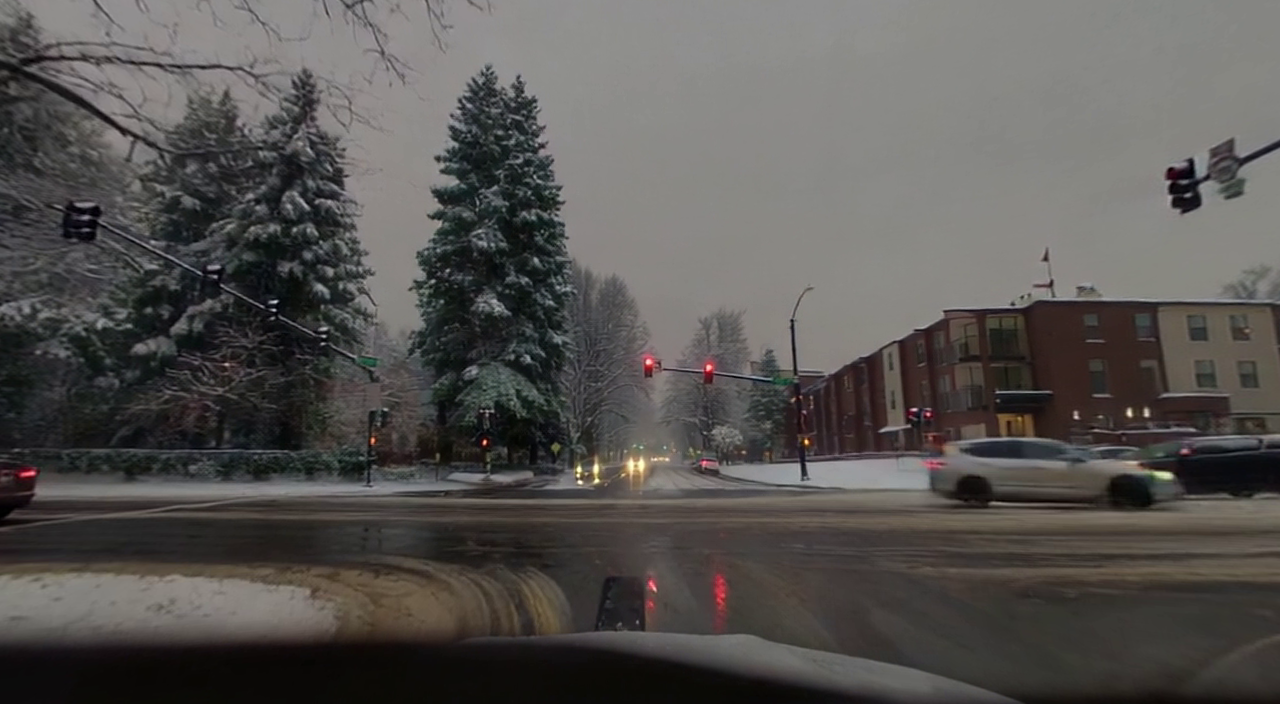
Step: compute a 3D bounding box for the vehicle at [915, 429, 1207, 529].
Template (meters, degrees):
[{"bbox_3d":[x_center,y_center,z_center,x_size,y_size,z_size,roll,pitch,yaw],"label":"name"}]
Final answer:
[{"bbox_3d":[8.672,2.543,13.431,4.728,1.740,2.162,-6,-10,36],"label":"vehicle"}]
